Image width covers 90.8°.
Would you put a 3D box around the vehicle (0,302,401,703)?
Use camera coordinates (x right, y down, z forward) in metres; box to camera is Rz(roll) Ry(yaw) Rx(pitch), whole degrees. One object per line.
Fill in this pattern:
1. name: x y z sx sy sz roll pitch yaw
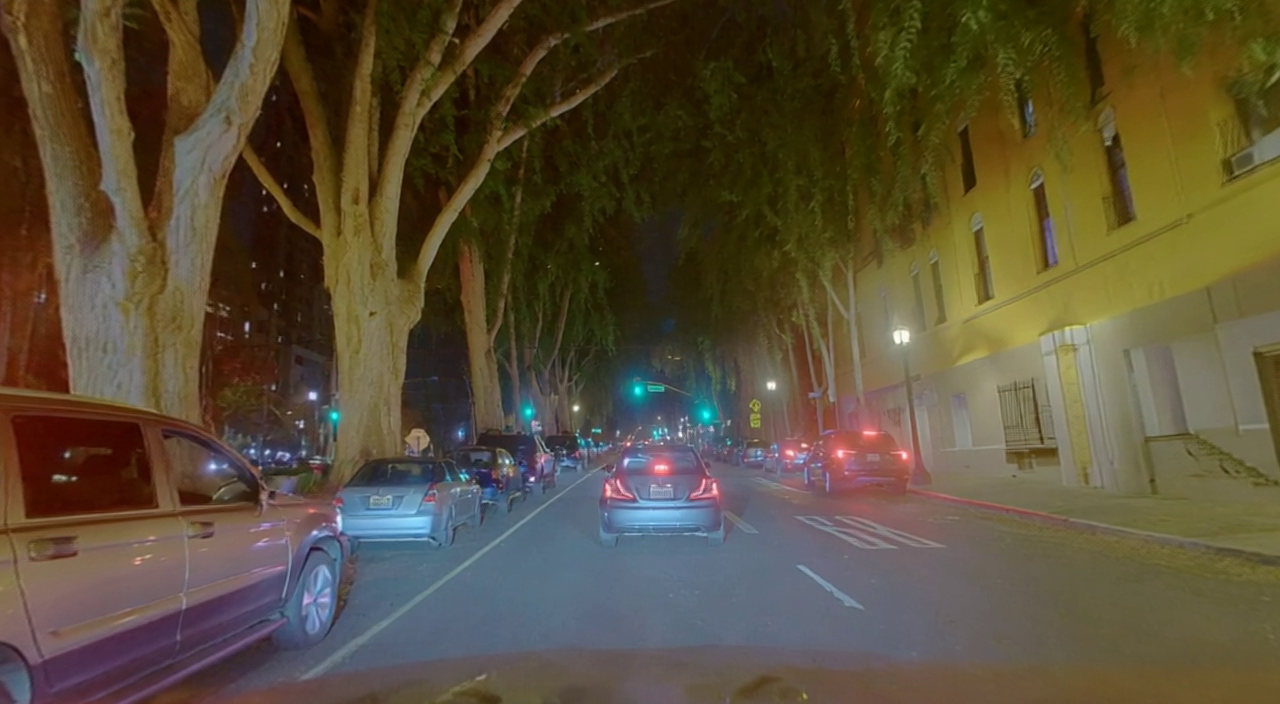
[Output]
1. vehicle: -3.269 0.931 3.392 2.152 1.802 4.628 0 -9 0

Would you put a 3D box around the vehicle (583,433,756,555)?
1. vehicle: 0.272 2.005 9.623 2.095 1.438 3.843 0 -9 -3

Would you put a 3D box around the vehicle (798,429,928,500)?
1. vehicle: 6.345 3.252 18.687 2.025 1.808 4.579 0 -9 -2

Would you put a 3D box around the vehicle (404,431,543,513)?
1. vehicle: -3.508 2.622 14.269 1.901 1.522 4.556 0 -9 0
